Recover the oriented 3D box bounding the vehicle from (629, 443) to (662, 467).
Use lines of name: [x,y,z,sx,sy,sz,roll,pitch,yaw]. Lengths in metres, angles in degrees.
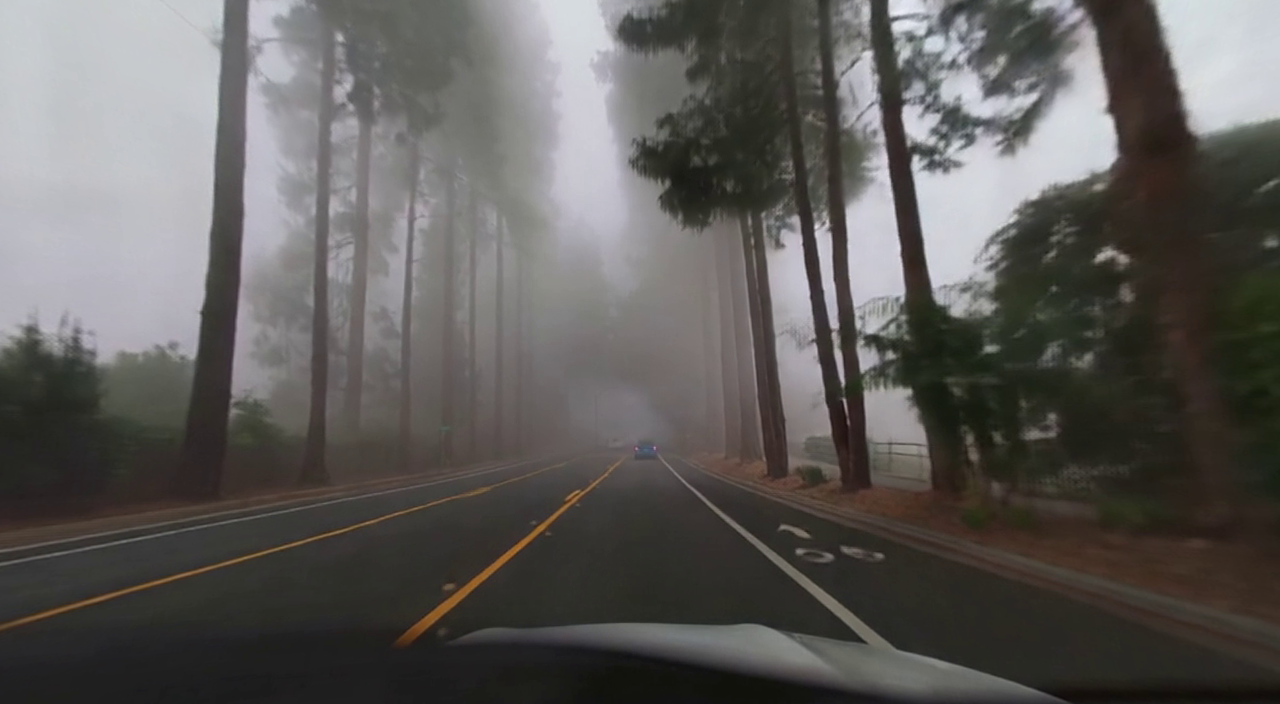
vehicle: [0.360,6.657,40.945,2.067,1.486,3.861,0,-9,1]
